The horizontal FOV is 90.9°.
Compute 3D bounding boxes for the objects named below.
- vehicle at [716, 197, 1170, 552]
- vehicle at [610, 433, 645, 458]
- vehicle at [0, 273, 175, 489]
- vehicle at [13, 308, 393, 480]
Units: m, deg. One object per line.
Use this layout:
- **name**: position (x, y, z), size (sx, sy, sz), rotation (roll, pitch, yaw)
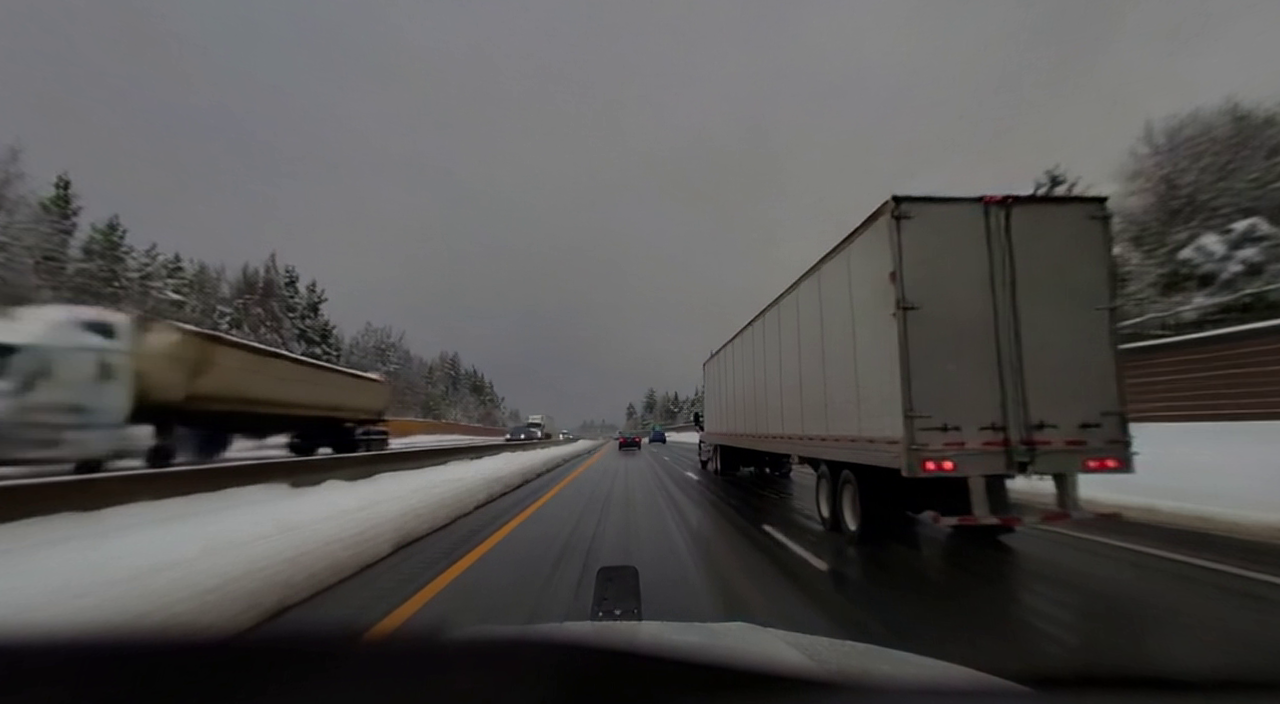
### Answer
- **vehicle**: position (4.209, 1.091, 14.060), size (2.953, 4.045, 13.843), rotation (0, -8, -1)
- **vehicle**: position (-0.799, 5.878, 39.955), size (2.119, 1.480, 4.000), rotation (0, -8, -1)
- **vehicle**: position (-12.935, 0.707, 13.601), size (3.405, 4.213, 2.708), rotation (0, -8, -1)
- **vehicle**: position (-13.069, 1.909, 22.029), size (3.380, 4.082, 14.183), rotation (0, -8, -1)
